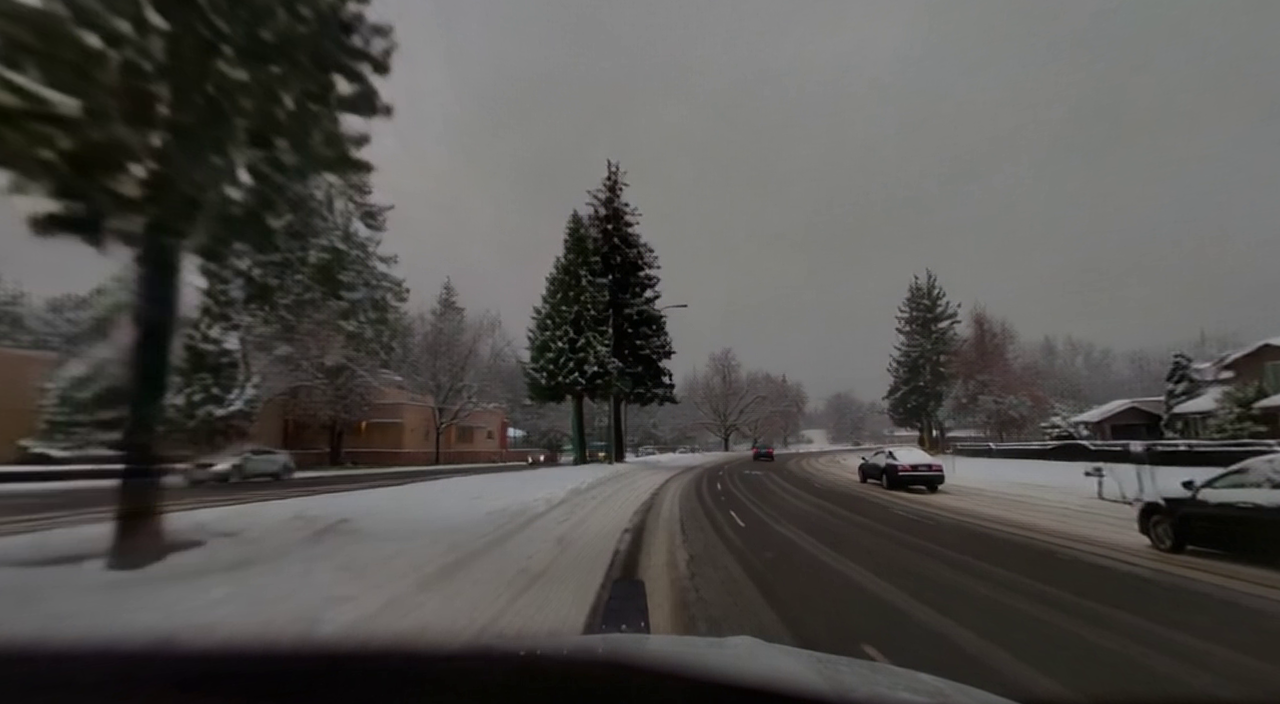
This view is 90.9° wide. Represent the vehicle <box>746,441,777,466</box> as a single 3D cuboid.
[{"bbox_3d":[8.474,7.086,44.109,1.991,1.684,4.127,-2,-9,10],"label":"vehicle"}]

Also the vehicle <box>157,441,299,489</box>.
[{"bbox_3d":[-16.250,4.445,25.196,1.952,1.686,4.494,-2,-9,14],"label":"vehicle"}]

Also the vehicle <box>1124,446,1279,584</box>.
[{"bbox_3d":[7.407,1.639,6.270,1.783,1.386,4.433,0,-8,2],"label":"vehicle"}]

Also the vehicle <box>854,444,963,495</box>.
[{"bbox_3d":[8.589,3.764,20.638,1.855,1.444,4.389,-1,-8,4],"label":"vehicle"}]
